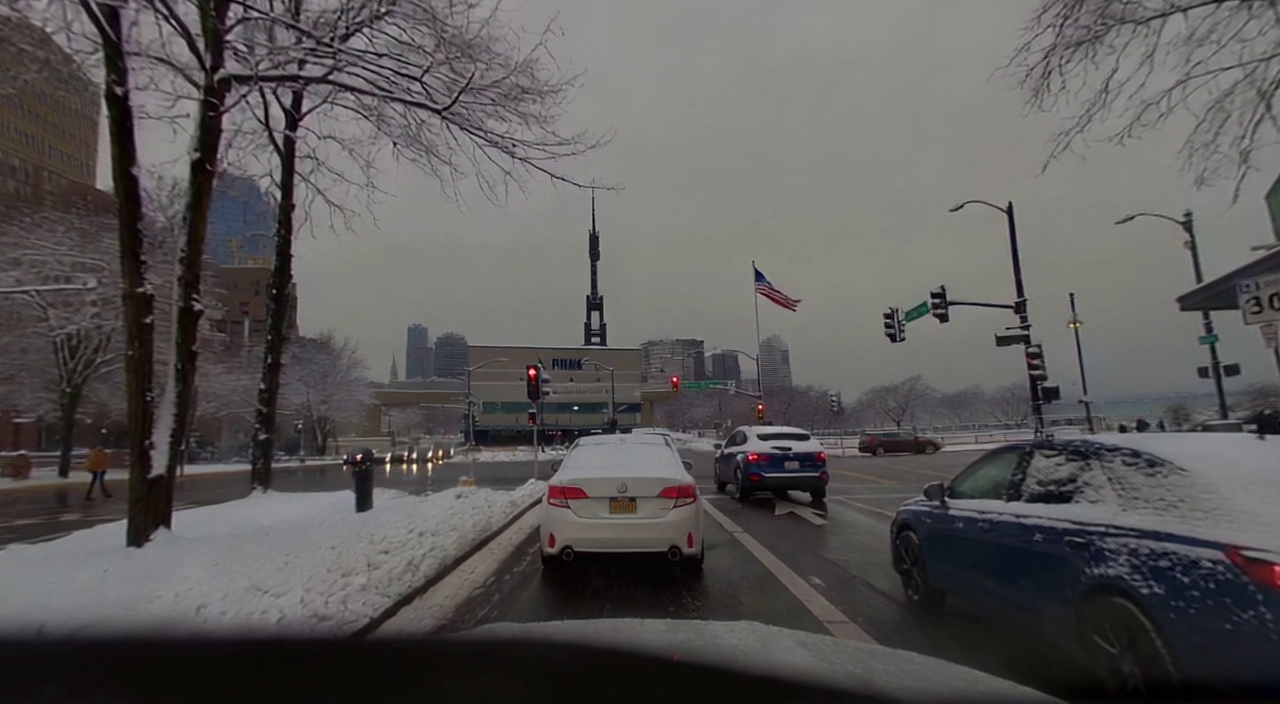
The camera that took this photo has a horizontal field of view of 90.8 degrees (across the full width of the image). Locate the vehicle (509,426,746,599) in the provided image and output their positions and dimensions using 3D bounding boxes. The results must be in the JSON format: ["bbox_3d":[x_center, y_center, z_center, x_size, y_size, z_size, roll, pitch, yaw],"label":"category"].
[{"bbox_3d":[-0.127,1.710,7.567,2.096,1.521,3.747,0,-8,-1],"label":"vehicle"}]

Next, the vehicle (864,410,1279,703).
[{"bbox_3d":[3.367,1.278,4.643,1.833,1.465,4.258,0,-8,-1],"label":"vehicle"}]

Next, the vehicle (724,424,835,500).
[{"bbox_3d":[3.550,2.902,17.067,1.978,1.738,4.599,0,-8,0],"label":"vehicle"}]
